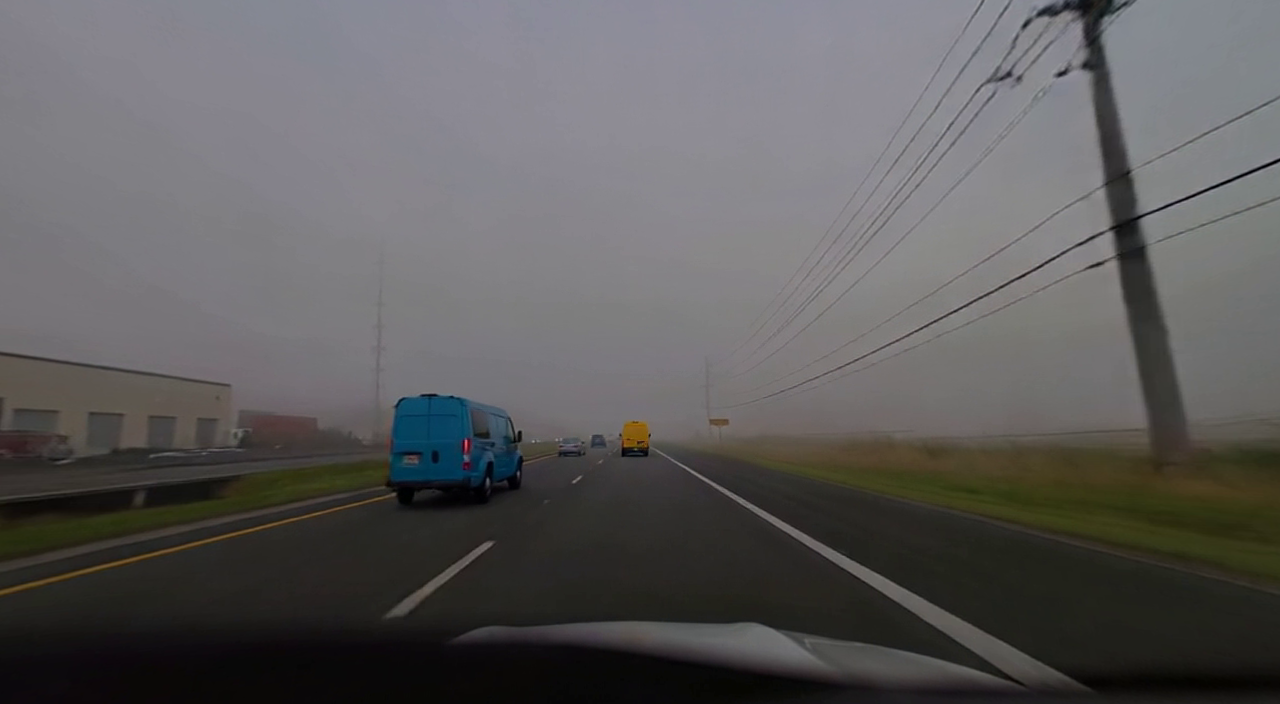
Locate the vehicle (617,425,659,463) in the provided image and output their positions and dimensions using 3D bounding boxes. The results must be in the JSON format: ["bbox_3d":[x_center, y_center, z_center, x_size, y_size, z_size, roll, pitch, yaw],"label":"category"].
[{"bbox_3d":[-0.167,5.201,35.712,2.213,1.997,4.456,0,-8,-1],"label":"vehicle"}]

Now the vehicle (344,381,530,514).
[{"bbox_3d":[-4.215,2.125,14.460,2.388,2.410,5.787,0,-8,-1],"label":"vehicle"}]

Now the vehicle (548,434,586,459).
[{"bbox_3d":[-4.739,6.197,41.443,2.058,1.557,4.125,0,-8,-1],"label":"vehicle"}]
